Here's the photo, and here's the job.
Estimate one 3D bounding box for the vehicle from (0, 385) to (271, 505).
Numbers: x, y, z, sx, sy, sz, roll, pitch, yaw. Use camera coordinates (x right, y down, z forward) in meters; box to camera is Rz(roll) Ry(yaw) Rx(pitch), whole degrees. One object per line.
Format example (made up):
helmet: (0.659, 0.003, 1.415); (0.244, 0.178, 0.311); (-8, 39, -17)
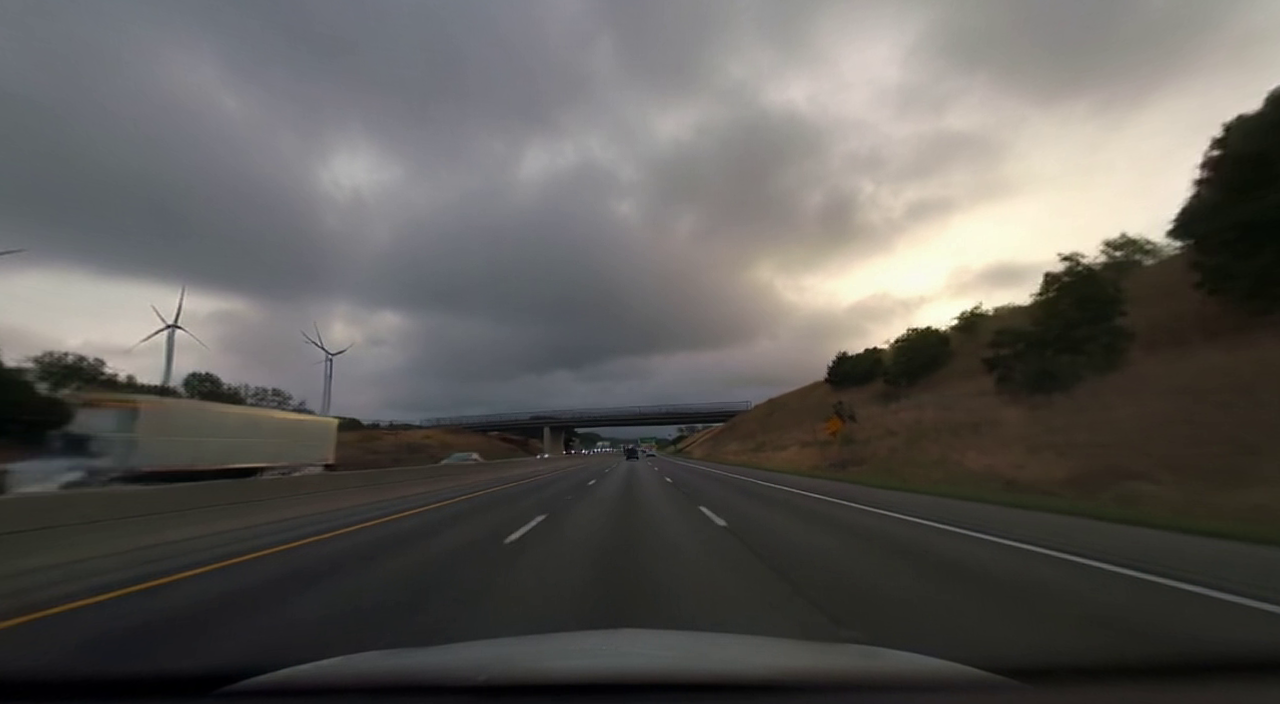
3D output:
vehicle: (-19.646, 3.743, 25.232); (3.140, 3.718, 11.043); (0, -9, 0)

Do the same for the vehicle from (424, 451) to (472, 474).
vehicle: (-12.649, 7.289, 41.820); (1.887, 1.441, 4.148); (0, -9, 0)

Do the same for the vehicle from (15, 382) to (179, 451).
vehicle: (-19.716, 2.238, 23.268); (1.970, 1.671, 4.758); (0, 5, -2)
